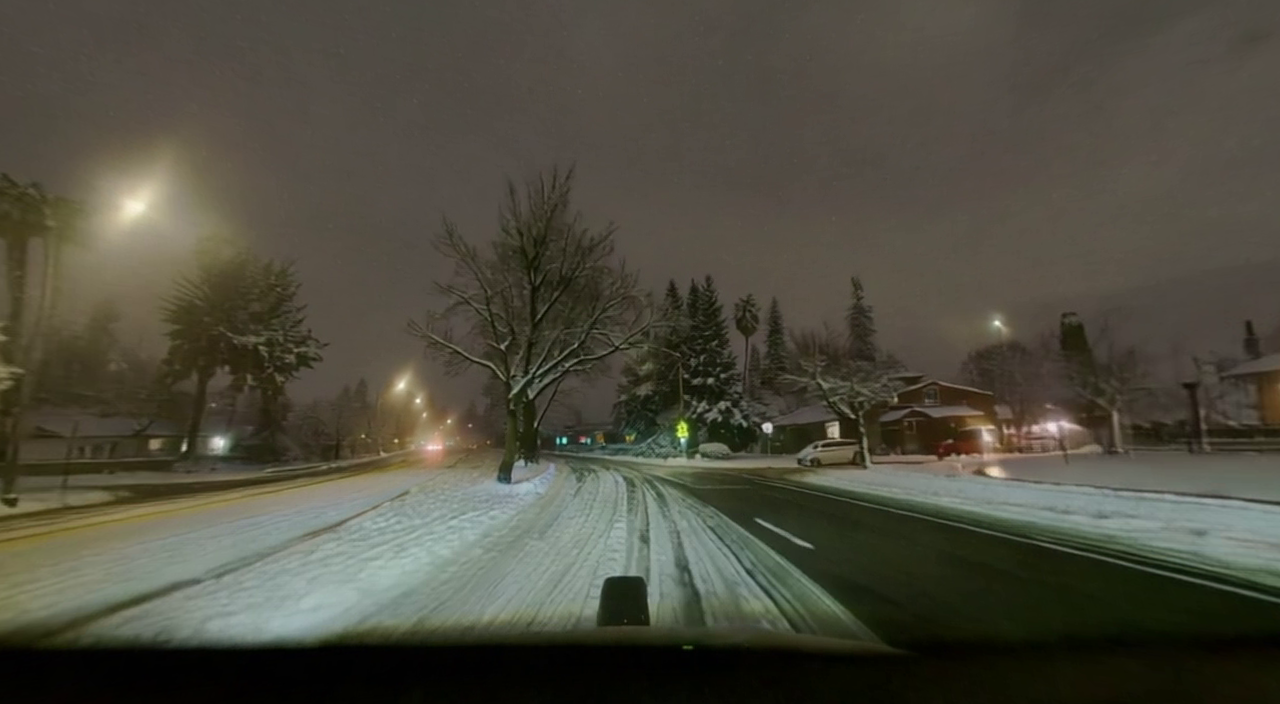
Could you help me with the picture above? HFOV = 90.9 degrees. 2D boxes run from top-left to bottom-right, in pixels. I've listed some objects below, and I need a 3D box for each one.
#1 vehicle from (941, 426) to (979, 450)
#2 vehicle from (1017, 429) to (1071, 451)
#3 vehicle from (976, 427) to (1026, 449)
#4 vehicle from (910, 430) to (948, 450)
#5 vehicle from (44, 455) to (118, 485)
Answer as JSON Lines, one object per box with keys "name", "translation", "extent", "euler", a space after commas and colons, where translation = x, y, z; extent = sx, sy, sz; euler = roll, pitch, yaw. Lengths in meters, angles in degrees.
{"name": "vehicle", "translation": [24.700, 6.598, 48.770], "extent": [1.994, 1.714, 4.222], "euler": [-1, -7, 18]}
{"name": "vehicle", "translation": [31.180, 6.841, 48.789], "extent": [1.854, 1.512, 4.082], "euler": [-6, -9, 8]}
{"name": "vehicle", "translation": [28.388, 6.783, 49.683], "extent": [1.798, 1.621, 3.735], "euler": [0, -8, 3]}
{"name": "vehicle", "translation": [22.565, 6.887, 49.318], "extent": [1.702, 1.536, 3.896], "euler": [-1, -8, 9]}
{"name": "vehicle", "translation": [-39.975, 8.395, 45.274], "extent": [2.227, 1.905, 5.954], "euler": [4, -9, -24]}
